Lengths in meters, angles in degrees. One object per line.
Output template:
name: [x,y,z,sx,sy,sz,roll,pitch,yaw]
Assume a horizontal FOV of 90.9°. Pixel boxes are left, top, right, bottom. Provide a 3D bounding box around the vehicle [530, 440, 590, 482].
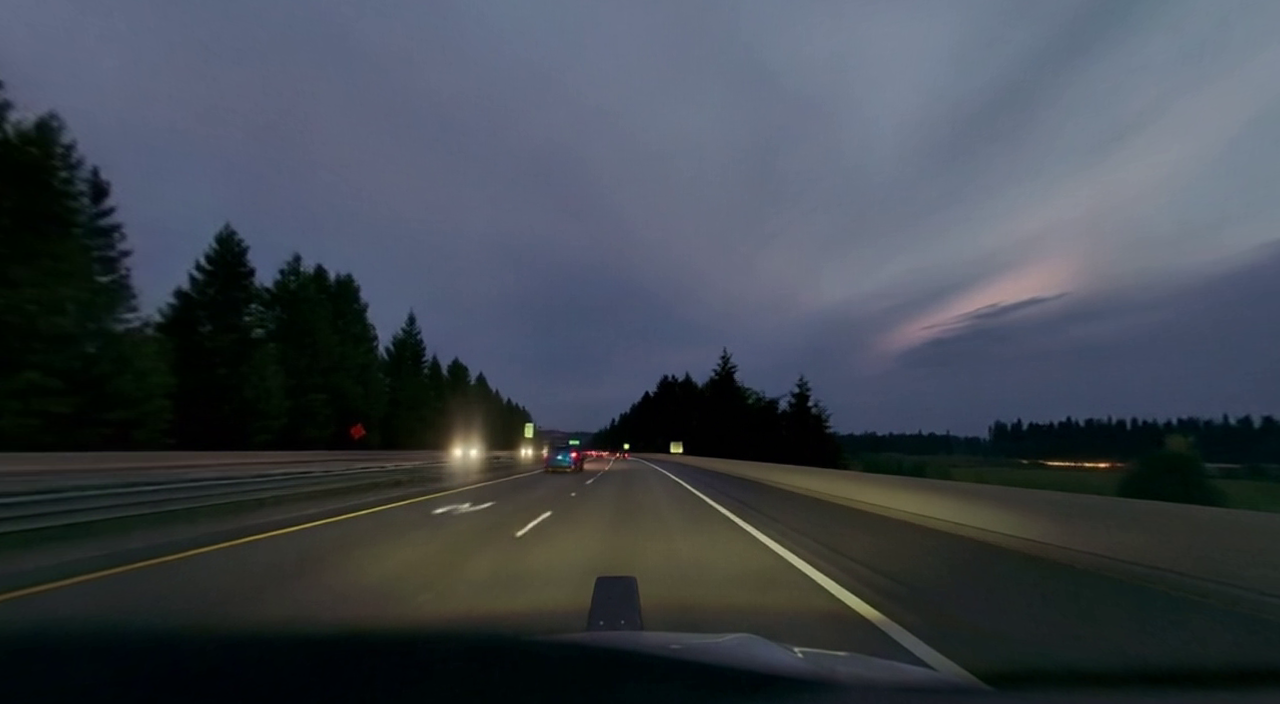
vehicle: [-3.556,4.970,28.902,2.135,1.755,4.476,0,-9,0]
